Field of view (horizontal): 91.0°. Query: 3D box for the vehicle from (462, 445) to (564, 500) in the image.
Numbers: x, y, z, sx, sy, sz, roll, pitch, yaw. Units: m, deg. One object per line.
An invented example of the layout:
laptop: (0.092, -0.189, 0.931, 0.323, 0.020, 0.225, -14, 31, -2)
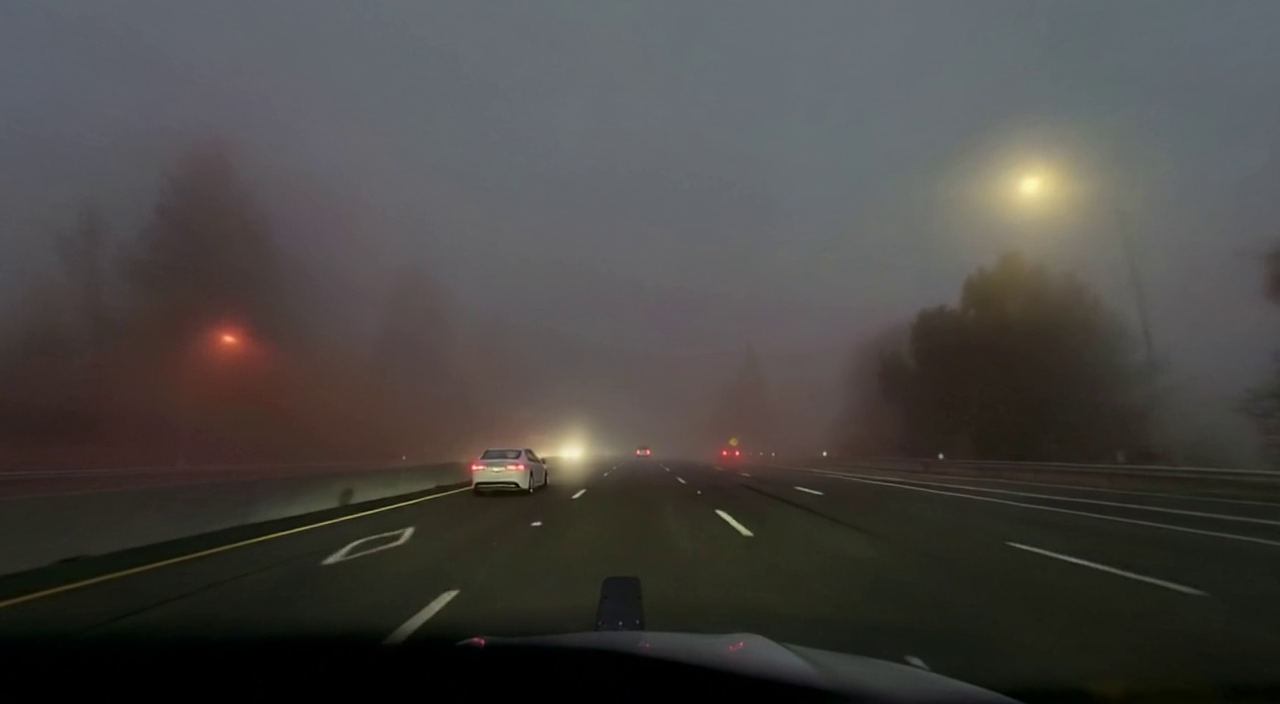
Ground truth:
vehicle: (-3.797, 3.704, 19.762, 2.162, 1.493, 4.583, 0, -9, 1)
